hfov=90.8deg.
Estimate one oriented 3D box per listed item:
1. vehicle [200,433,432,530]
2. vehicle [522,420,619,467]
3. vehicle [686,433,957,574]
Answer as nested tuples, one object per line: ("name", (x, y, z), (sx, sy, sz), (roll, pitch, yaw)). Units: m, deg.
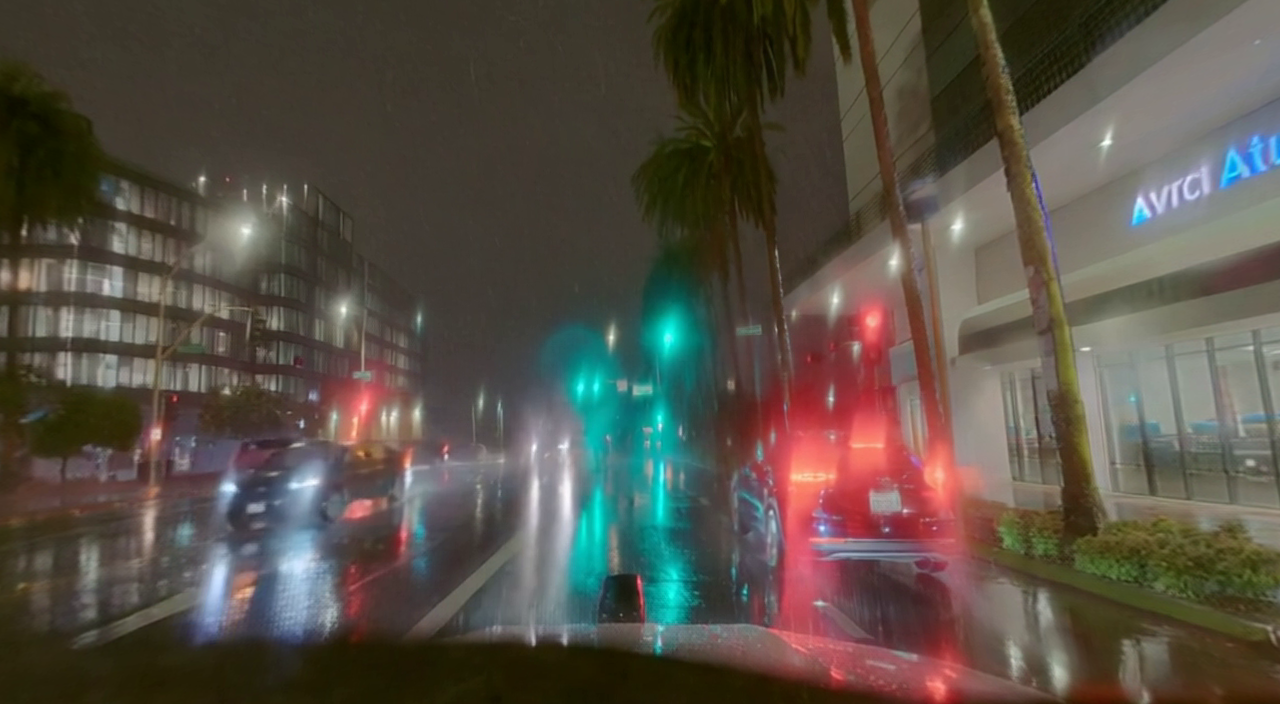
("vehicle", (-5.745, 2.326, 12.020), (2.052, 1.478, 4.395), (0, -8, 1))
("vehicle", (-3.090, 4.311, 29.724), (2.190, 1.964, 5.614), (-3, -9, 21))
("vehicle", (2.140, 1.958, 9.149), (2.090, 1.466, 4.676), (1, -8, -6))
